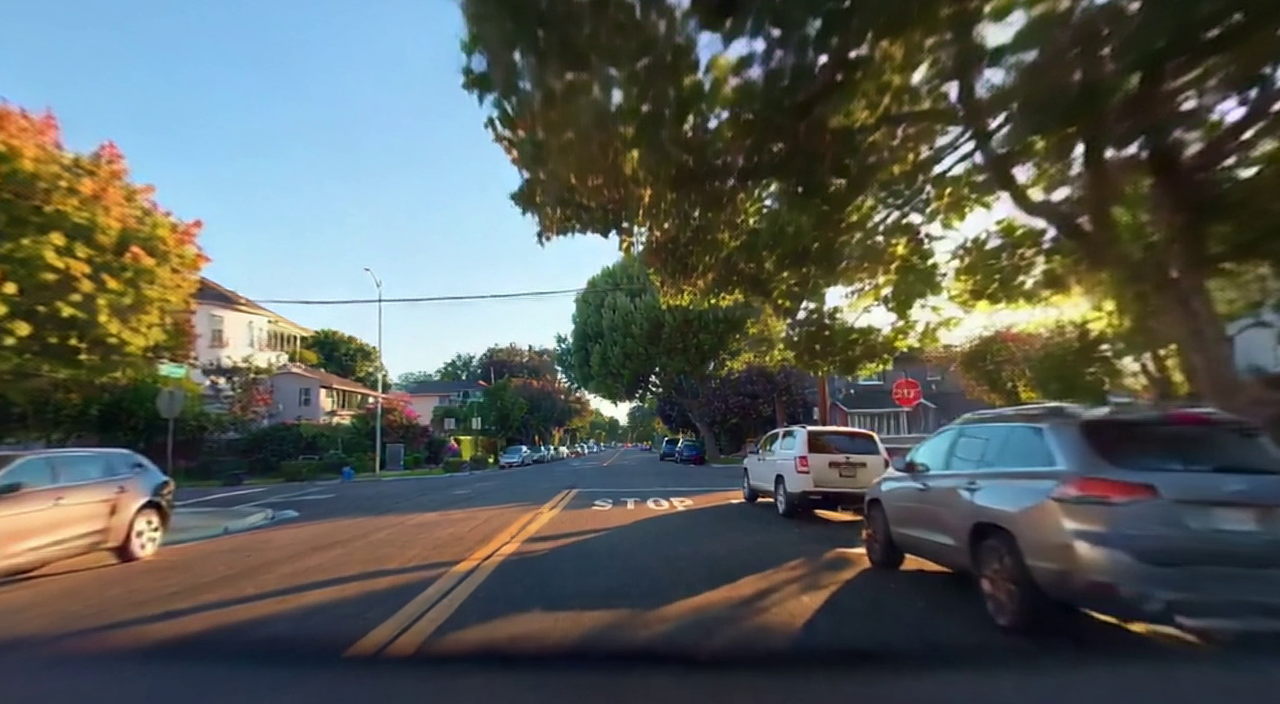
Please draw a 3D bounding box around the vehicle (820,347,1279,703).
[{"bbox_3d":[3.184,1.175,5.390,1.993,1.778,4.311,0,-9,0],"label":"vehicle"}]

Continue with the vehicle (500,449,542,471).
[{"bbox_3d":[-7.450,6.774,39.932,1.926,1.307,3.909,0,-9,0],"label":"vehicle"}]

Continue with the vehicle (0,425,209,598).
[{"bbox_3d":[-7.250,1.791,6.967,1.980,1.664,4.342,-5,-11,0],"label":"vehicle"}]

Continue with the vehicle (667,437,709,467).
[{"bbox_3d":[2.874,6.133,38.814,2.114,1.708,4.474,0,-9,-1],"label":"vehicle"}]
